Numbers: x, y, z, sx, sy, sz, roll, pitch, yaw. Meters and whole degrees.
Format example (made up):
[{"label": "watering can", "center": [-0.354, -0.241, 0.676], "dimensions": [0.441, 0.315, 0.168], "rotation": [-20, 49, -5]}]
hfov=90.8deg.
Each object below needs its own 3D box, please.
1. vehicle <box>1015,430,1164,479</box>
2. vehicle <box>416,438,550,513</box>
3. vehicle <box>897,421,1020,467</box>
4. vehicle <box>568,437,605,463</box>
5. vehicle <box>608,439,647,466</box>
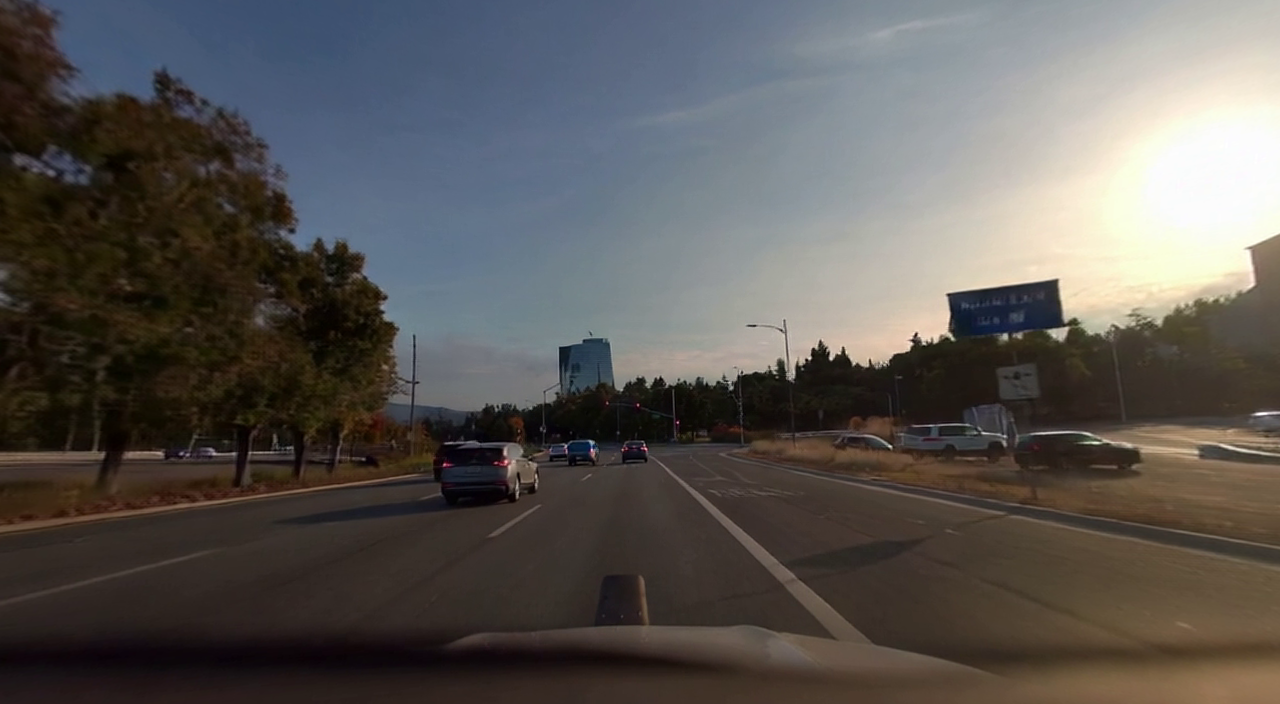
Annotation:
[{"label": "vehicle", "center": [14.894, 3.366, 20.909], "dimensions": [4.505, 1.472, 2.020], "rotation": [4, -10, -27]}, {"label": "vehicle", "center": [-3.464, 2.808, 14.929], "dimensions": [1.920, 1.480, 4.549], "rotation": [0, -9, 1]}, {"label": "vehicle", "center": [14.946, 4.319, 29.635], "dimensions": [5.394, 1.994, 2.228], "rotation": [4, -10, -26]}, {"label": "vehicle", "center": [-3.763, 7.050, 45.387], "dimensions": [2.144, 1.732, 4.279], "rotation": [-1, -9, 2]}, {"label": "vehicle", "center": [-0.720, 6.085, 38.407], "dimensions": [2.231, 1.481, 4.489], "rotation": [0, -9, 0]}]
